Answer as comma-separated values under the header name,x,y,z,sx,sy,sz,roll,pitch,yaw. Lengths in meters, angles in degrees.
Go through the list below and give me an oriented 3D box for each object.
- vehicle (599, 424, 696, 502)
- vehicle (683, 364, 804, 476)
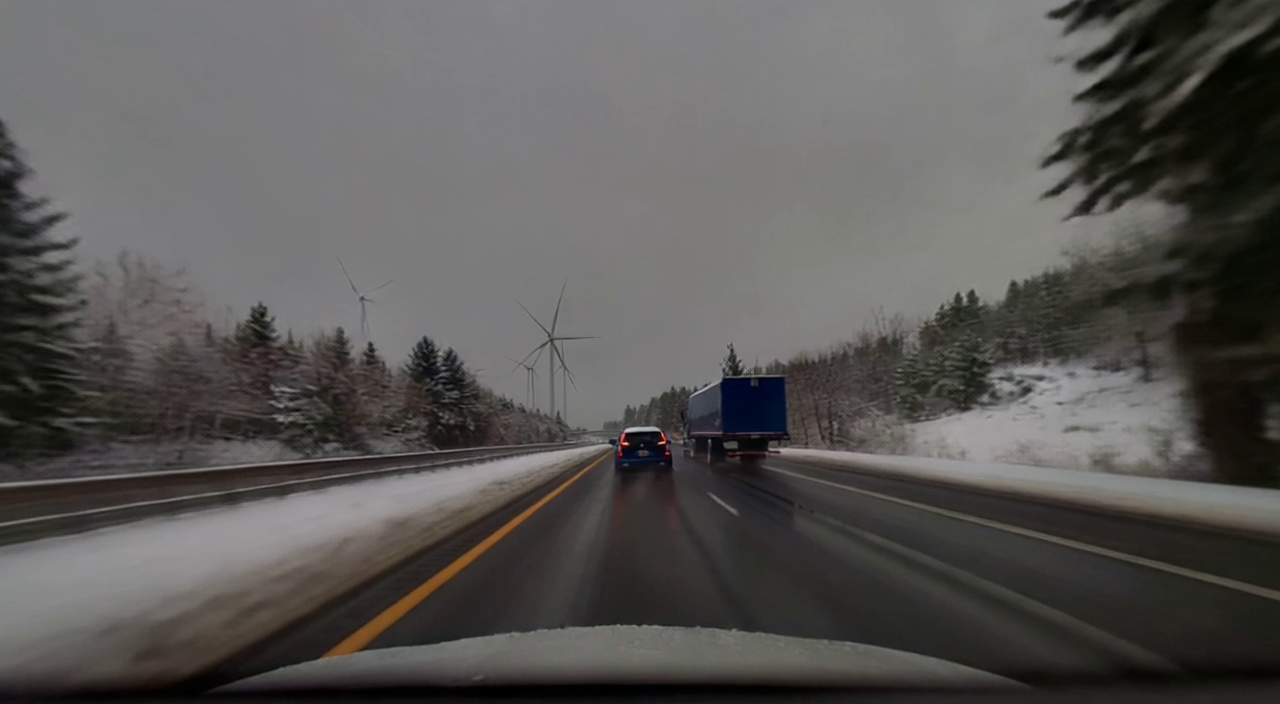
name,x,y,z,sx,sy,sz,roll,pitch,yaw
vehicle,0.098,2.616,15.424,2.038,1.624,4.312,0,-8,-1
vehicle,4.309,3.452,30.588,3.129,4.126,14.913,0,-8,-1
